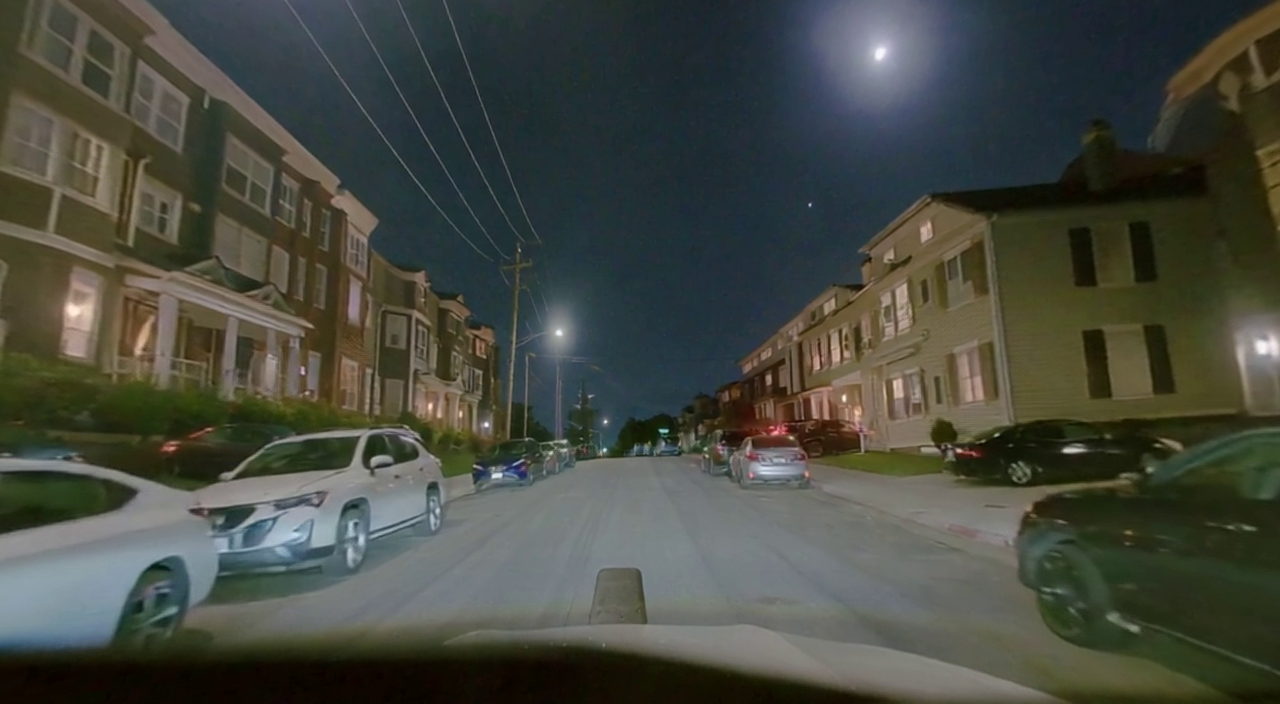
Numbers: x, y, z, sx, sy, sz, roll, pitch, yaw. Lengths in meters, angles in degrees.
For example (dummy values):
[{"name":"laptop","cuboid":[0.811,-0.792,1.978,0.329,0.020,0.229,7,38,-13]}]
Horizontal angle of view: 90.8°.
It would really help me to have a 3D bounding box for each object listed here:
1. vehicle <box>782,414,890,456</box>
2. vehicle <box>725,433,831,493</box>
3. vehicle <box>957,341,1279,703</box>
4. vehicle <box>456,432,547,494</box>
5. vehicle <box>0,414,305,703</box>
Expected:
[{"name":"vehicle","cuboid":[8.741,3.765,28.488,4.170,1.811,1.978,0,-9,-1]},{"name":"vehicle","cuboid":[3.600,2.995,17.355,2.083,1.407,4.506,-1,-9,3]},{"name":"vehicle","cuboid":[3.696,0.838,2.719,2.025,1.741,4.748,0,-9,-2]},{"name":"vehicle","cuboid":[-4.386,3.663,20.793,2.031,1.708,4.746,-2,-10,-1]},{"name":"vehicle","cuboid":[-3.823,1.088,3.182,2.024,1.460,4.600,0,-9,-4]}]
